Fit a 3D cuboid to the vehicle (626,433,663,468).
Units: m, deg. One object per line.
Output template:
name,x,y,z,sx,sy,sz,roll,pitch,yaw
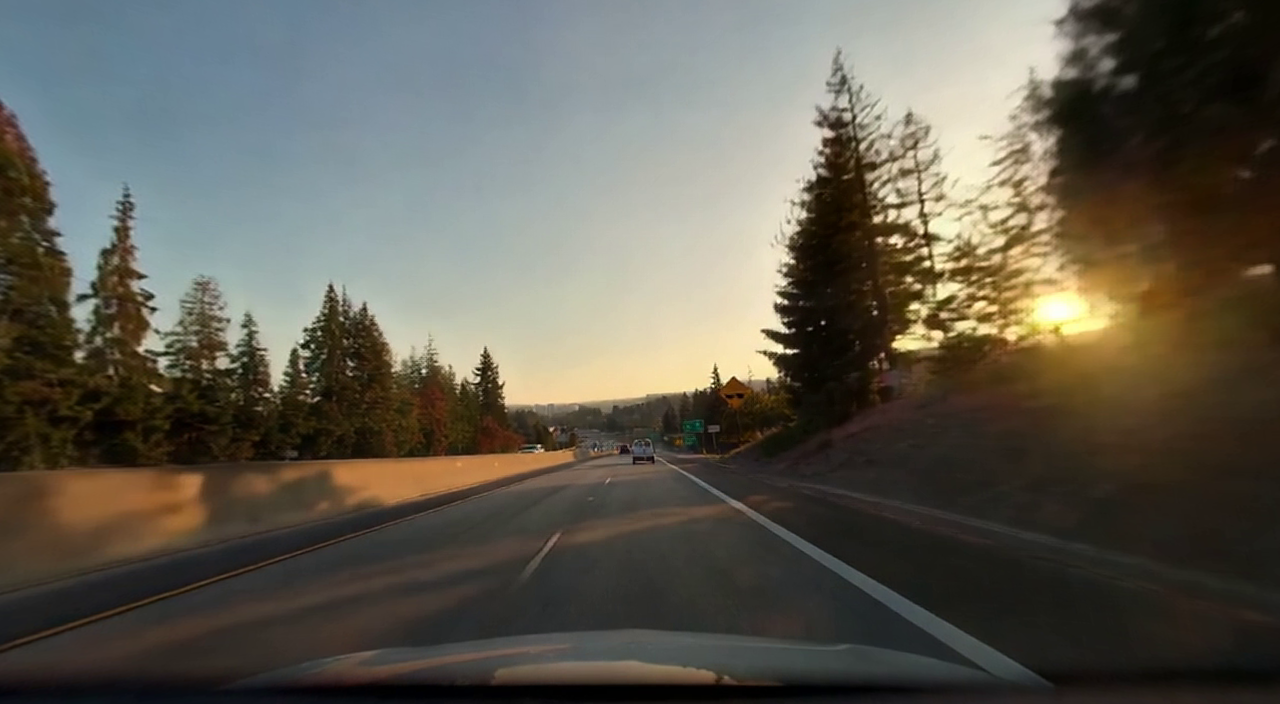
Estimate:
vehicle,0.302,6.383,40.711,2.268,2.122,4.595,-1,-9,1
